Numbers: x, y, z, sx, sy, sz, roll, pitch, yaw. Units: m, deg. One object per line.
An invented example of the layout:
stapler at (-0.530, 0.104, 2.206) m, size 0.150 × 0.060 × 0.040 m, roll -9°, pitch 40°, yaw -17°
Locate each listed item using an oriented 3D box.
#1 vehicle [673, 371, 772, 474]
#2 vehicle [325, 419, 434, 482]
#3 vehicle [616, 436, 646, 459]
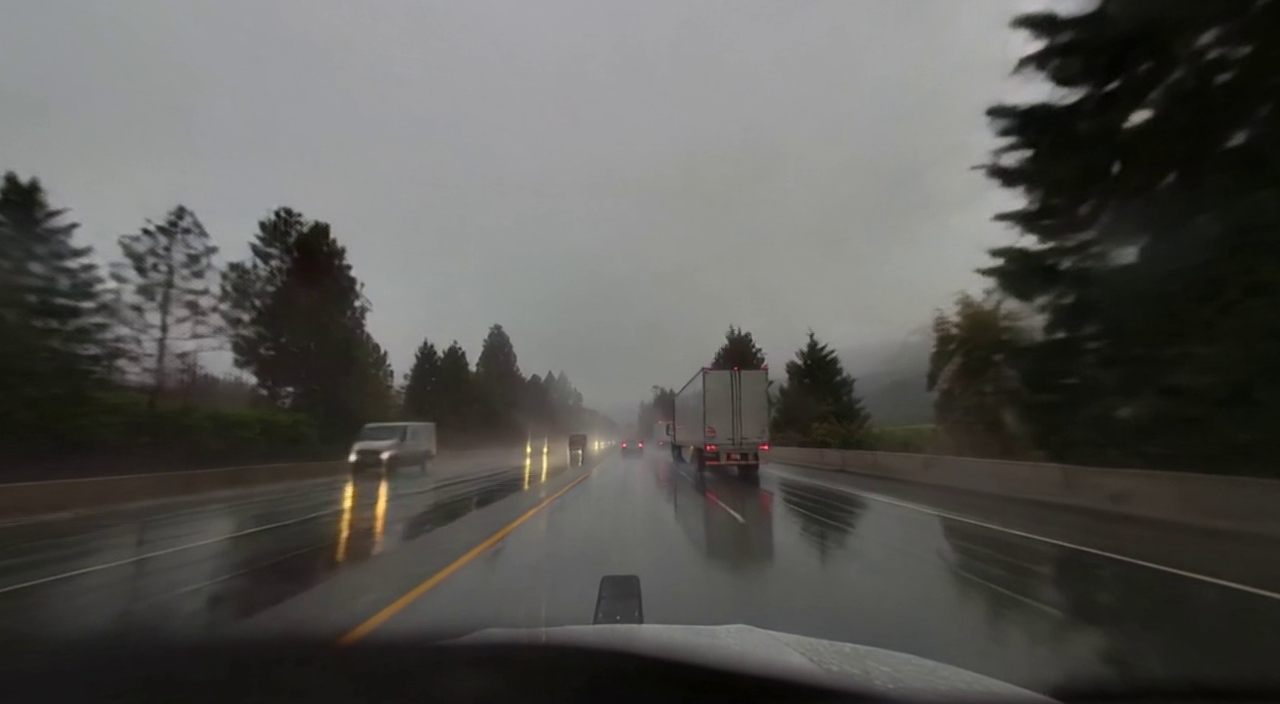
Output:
vehicle at (3.576, 3.682, 31.561) m, size 2.919 × 4.004 × 13.911 m, roll 0°, pitch -8°, yaw -1°
vehicle at (-12.475, 4.755, 30.886) m, size 2.443 × 2.697 × 6.997 m, roll 0°, pitch -8°, yaw -1°
vehicle at (-0.678, 7.233, 47.920) m, size 2.192 × 1.623 × 4.887 m, roll 0°, pitch -8°, yaw -1°
